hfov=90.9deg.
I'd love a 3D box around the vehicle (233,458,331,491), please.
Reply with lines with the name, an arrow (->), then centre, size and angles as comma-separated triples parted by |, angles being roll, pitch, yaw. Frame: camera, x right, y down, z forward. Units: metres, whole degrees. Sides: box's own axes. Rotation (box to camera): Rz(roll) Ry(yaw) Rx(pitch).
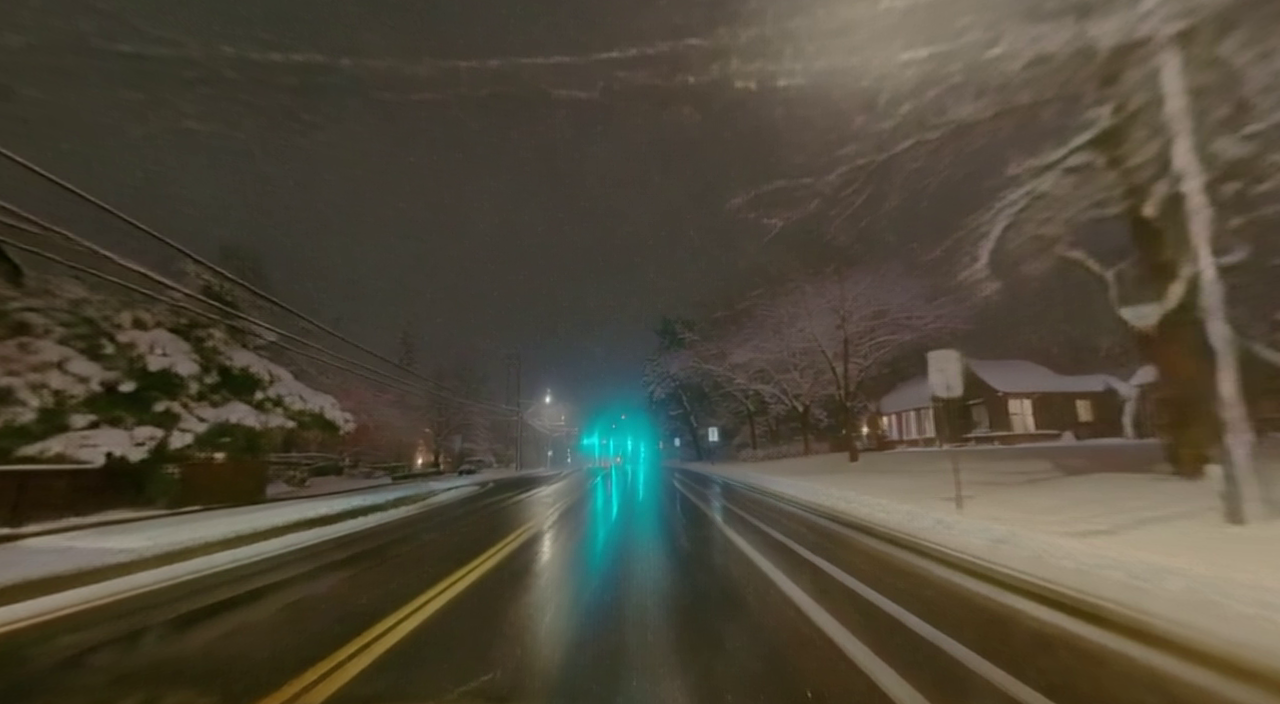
vehicle -> -20.761, 7.101, 36.645 | 4.459, 1.772, 2.011 | -1, -9, 7
